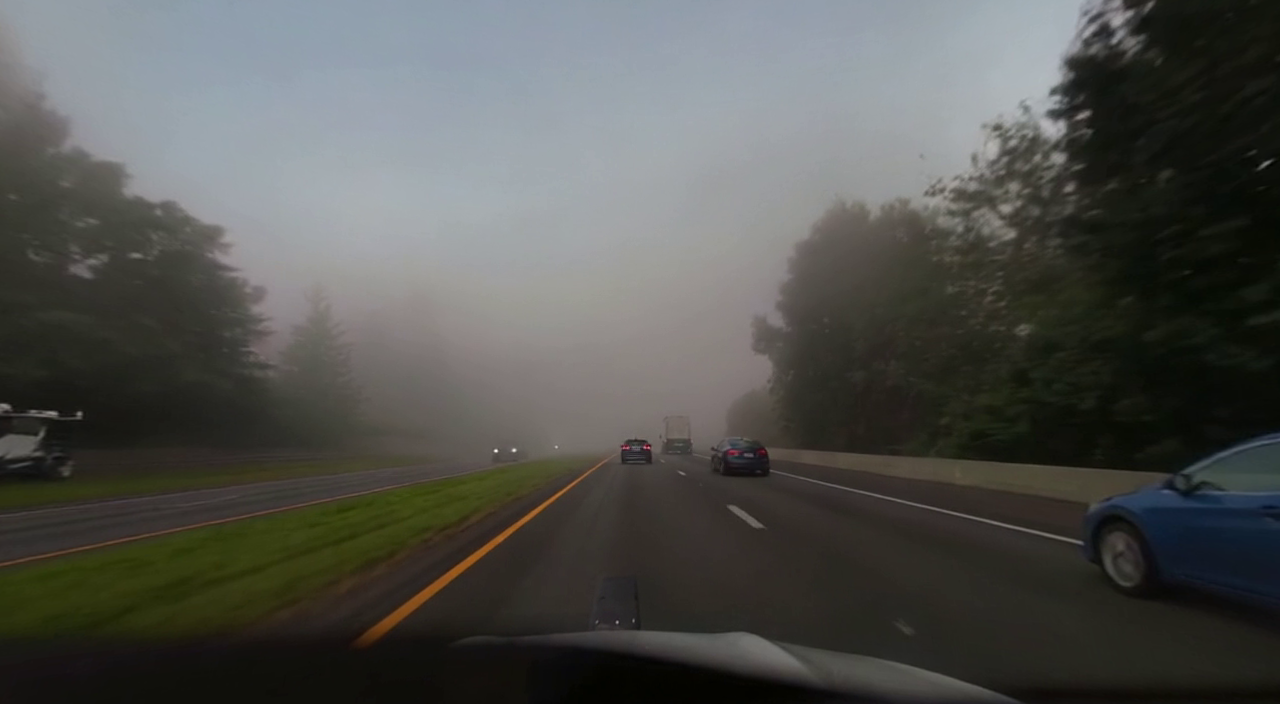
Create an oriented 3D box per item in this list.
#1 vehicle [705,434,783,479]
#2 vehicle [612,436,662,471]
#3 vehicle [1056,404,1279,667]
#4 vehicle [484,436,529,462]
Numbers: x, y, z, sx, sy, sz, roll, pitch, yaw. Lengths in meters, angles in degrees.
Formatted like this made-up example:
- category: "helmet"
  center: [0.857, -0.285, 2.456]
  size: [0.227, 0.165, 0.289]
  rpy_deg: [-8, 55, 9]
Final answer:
- category: "vehicle"
  center: [3.729, 3.821, 23.505]
  size: [2.004, 1.469, 4.472]
  rpy_deg: [0, -8, -2]
- category: "vehicle"
  center: [-0.157, 4.567, 28.759]
  size: [2.143, 1.466, 3.693]
  rpy_deg: [0, -8, -1]
- category: "vehicle"
  center: [4.787, 1.037, 3.436]
  size: [2.066, 1.526, 4.216]
  rpy_deg: [0, -8, -1]
- category: "vehicle"
  center: [-9.569, 6.914, 45.453]
  size: [2.213, 1.760, 4.705]
  rpy_deg: [0, -8, 0]
